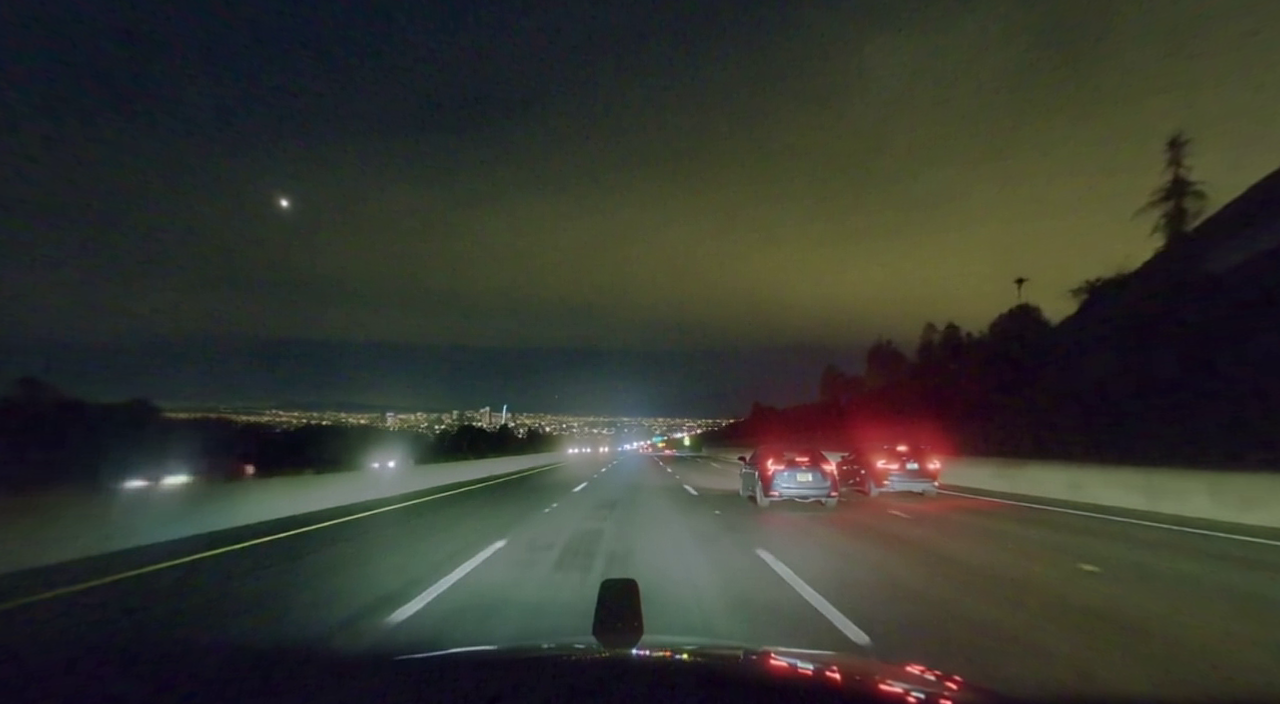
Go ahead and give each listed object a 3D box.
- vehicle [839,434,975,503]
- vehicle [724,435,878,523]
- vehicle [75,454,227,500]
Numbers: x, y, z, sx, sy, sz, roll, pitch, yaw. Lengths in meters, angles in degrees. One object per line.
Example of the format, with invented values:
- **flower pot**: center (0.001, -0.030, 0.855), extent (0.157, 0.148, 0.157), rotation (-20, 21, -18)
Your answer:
- **vehicle**: center (6.902, 3.033, 16.831), extent (1.856, 1.592, 3.920), rotation (0, -8, -1)
- **vehicle**: center (3.165, 2.598, 13.546), extent (1.982, 1.533, 4.612), rotation (0, -8, -1)
- **vehicle**: center (-19.461, 4.967, 25.500), extent (2.202, 1.577, 4.701), rotation (-1, -8, 3)
